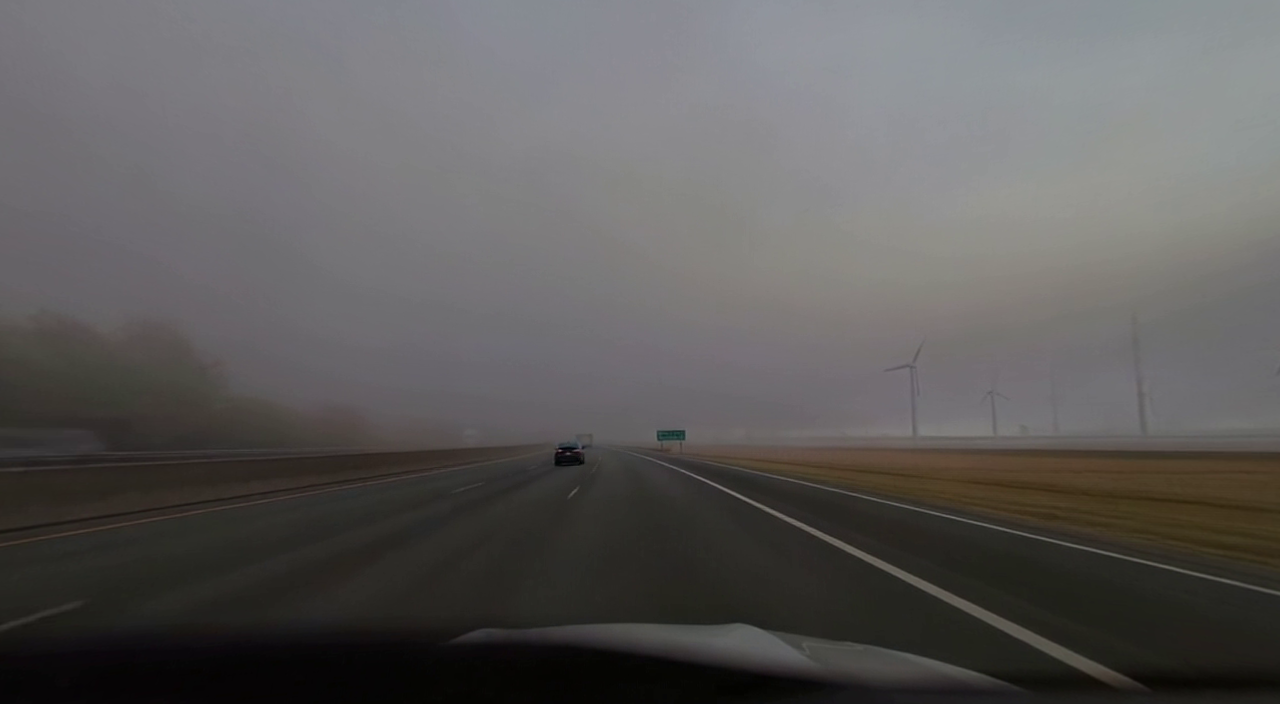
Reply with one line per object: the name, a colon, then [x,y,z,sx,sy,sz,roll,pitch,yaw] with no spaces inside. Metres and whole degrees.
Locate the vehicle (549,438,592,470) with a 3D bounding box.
vehicle: [-3.664,5.452,33.964,2.053,1.549,4.097,0,-8,-3]

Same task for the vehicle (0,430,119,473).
vehicle: [-23.198,3.849,24.585,1.941,1.483,4.526,0,-8,-2]
